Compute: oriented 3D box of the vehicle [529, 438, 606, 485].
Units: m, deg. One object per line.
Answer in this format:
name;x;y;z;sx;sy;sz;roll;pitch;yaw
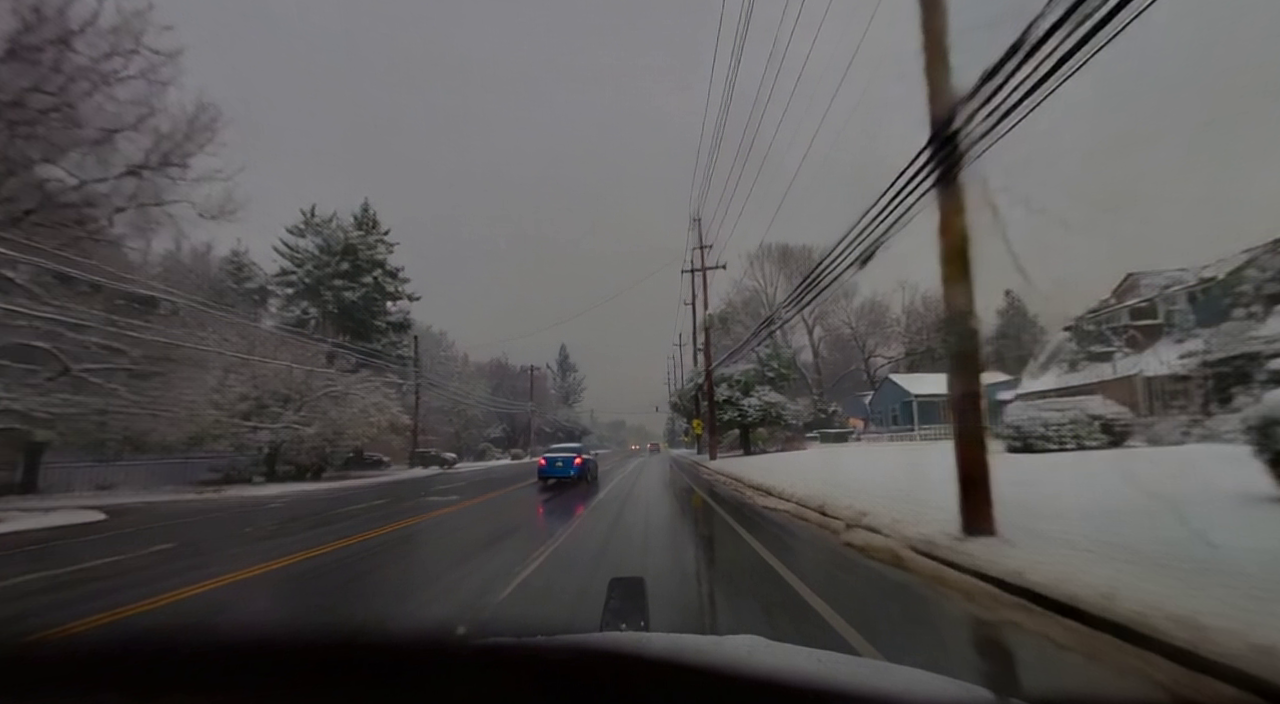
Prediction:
vehicle;-2.528;4.004;23.405;2.085;1.512;5.023;-1;-8;2
